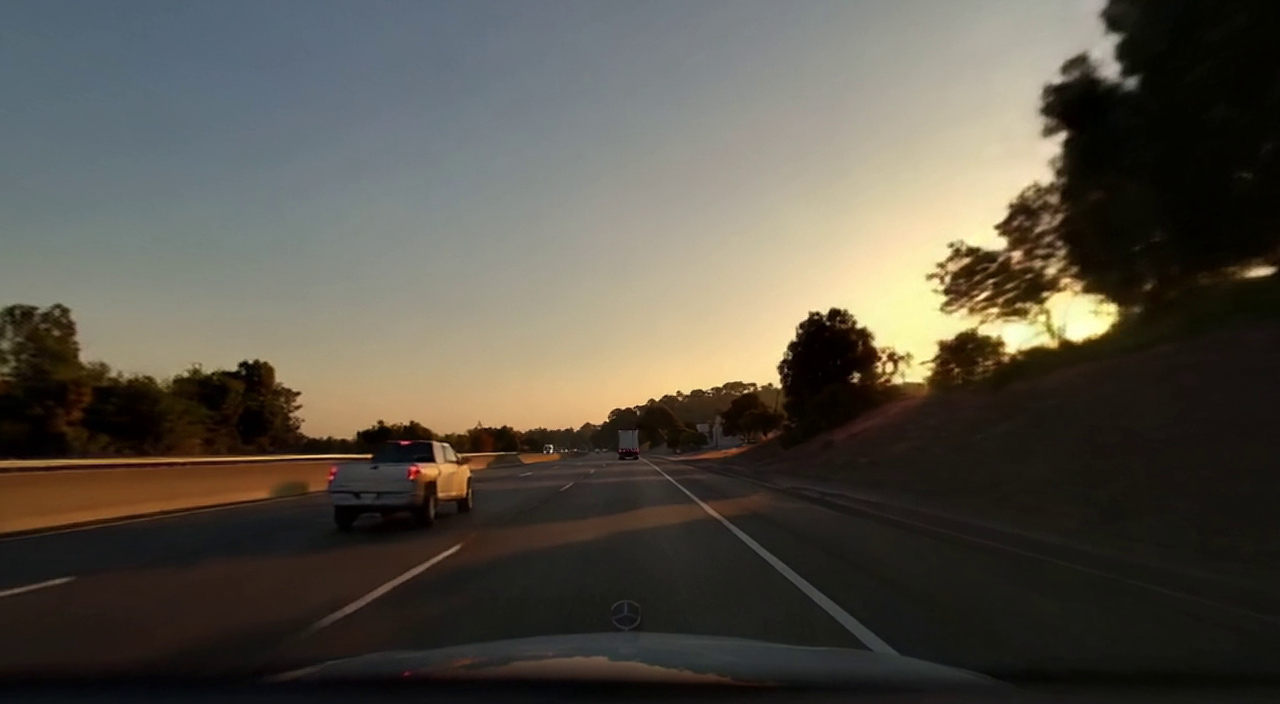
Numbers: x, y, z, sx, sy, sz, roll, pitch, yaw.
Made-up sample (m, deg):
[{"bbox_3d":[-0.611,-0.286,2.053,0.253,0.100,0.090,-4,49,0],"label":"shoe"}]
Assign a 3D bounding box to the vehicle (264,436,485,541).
[{"bbox_3d":[-4.674,2.469,12.181,2.108,1.573,5.000,0,-9,0],"label":"vehicle"}]
